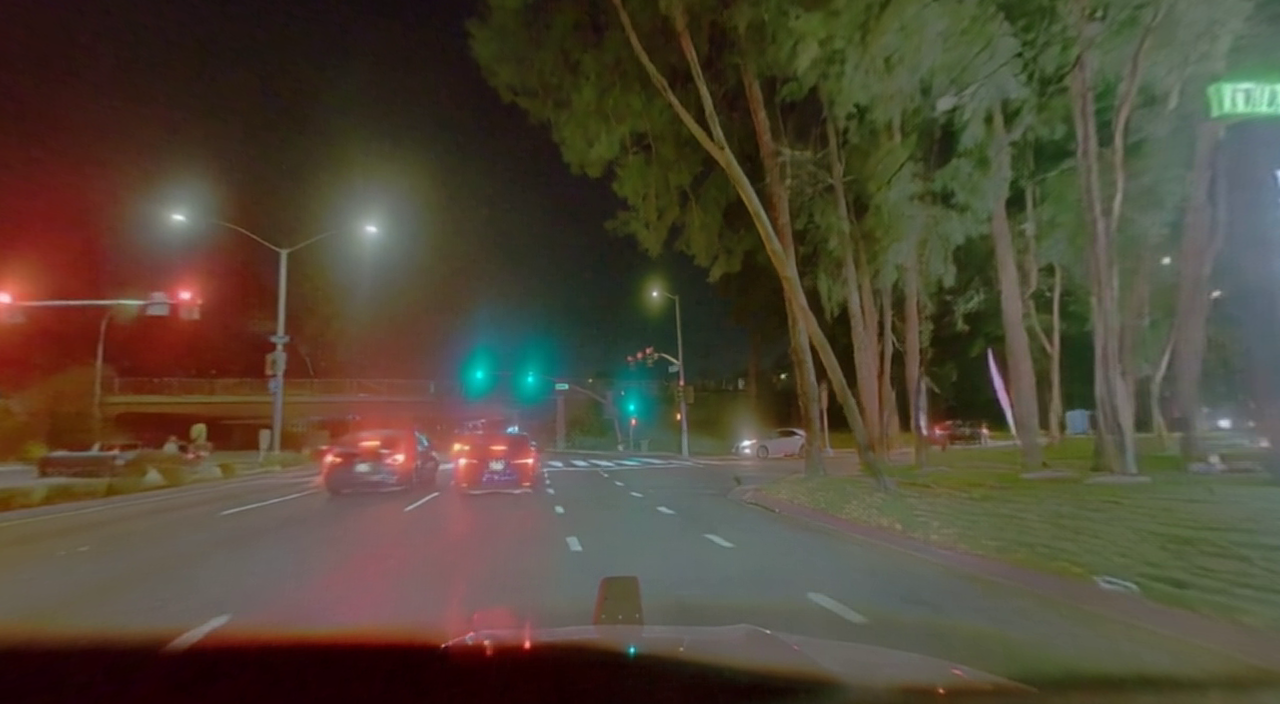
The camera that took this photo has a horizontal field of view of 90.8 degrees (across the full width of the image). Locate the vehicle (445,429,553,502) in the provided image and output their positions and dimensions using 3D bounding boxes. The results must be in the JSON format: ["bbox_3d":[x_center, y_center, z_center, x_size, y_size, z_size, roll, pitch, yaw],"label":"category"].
[{"bbox_3d":[-3.294,2.689,15.492,2.176,1.489,4.518,1,-8,-9],"label":"vehicle"}]

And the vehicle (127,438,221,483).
[{"bbox_3d":[-22.082,5.208,30.145,1.863,1.722,4.328,-7,-9,-12],"label":"vehicle"}]

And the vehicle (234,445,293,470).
[{"bbox_3d":[-24.740,6.923,41.713,1.911,1.478,4.559,1,-9,-12],"label":"vehicle"}]

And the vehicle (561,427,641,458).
[{"bbox_3d":[-2.508,6.016,41.970,5.144,1.954,2.122,0,-8,1],"label":"vehicle"}]

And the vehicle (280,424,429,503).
[{"bbox_3d":[-6.714,2.656,15.533,2.057,1.610,4.891,1,-8,-9],"label":"vehicle"}]

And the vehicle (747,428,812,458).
[{"bbox_3d":[8.243,5.351,37.083,1.908,1.622,4.166,-7,-11,41],"label":"vehicle"}]
